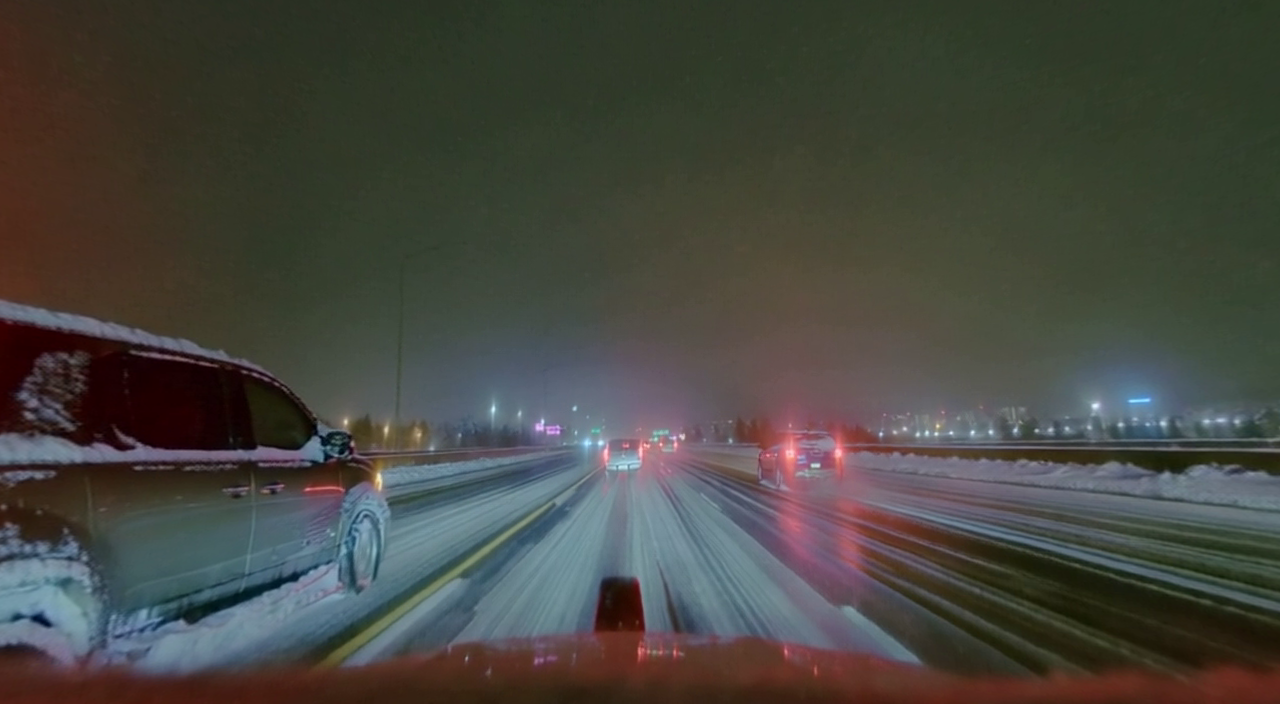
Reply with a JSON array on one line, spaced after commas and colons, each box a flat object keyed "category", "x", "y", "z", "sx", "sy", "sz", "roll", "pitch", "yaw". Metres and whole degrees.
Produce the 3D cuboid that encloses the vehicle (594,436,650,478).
[{"category": "vehicle", "x": -0.701, "y": 4.328, "z": 26.132, "sx": 2.147, "sy": 1.576, "sz": 3.964, "roll": 0, "pitch": -8, "yaw": 0}]
